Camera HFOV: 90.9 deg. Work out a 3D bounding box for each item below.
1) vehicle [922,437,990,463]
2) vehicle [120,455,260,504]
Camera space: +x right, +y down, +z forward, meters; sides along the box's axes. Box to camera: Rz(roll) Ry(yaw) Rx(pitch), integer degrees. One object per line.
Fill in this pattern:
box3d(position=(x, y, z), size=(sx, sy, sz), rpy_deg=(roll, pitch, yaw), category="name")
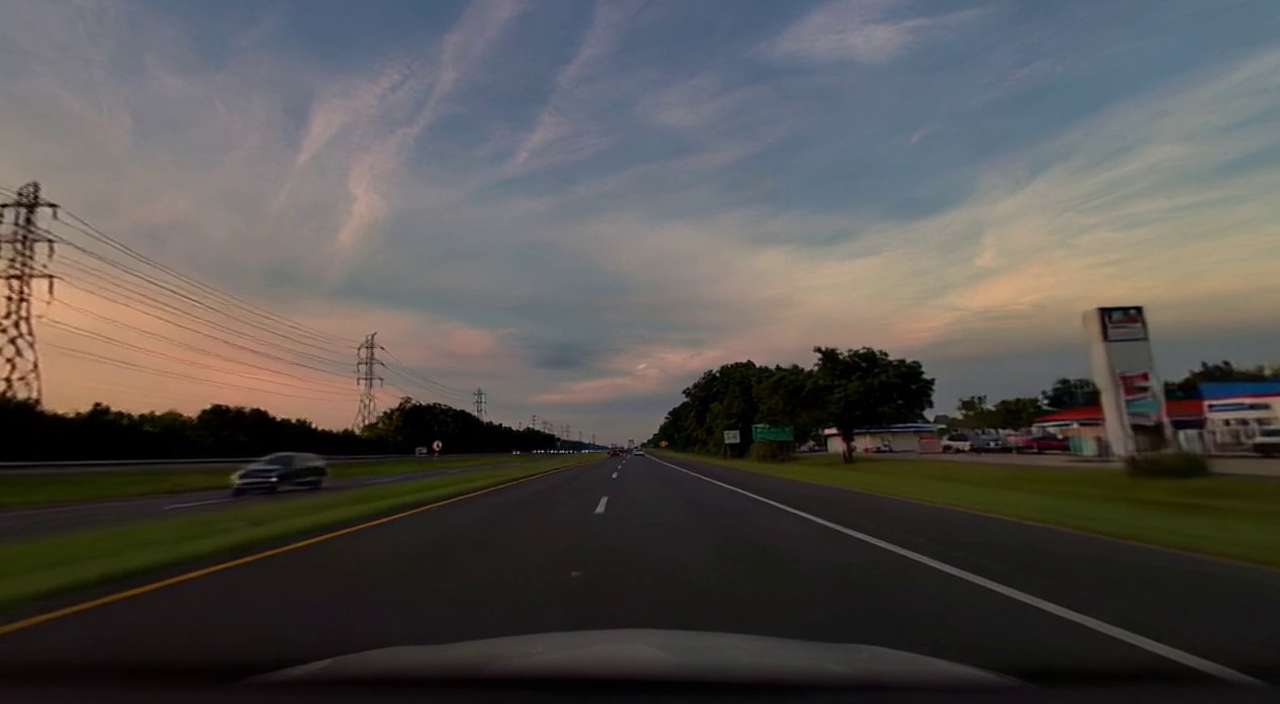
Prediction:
box3d(position=(20.741, 6.474, 41.564), size=(2.029, 1.578, 4.313), rpy_deg=(1, -9, -3), category="vehicle")
box3d(position=(-14.899, 4.195, 21.195), size=(1.765, 1.416, 4.072), rpy_deg=(0, -9, -1), category="vehicle")
